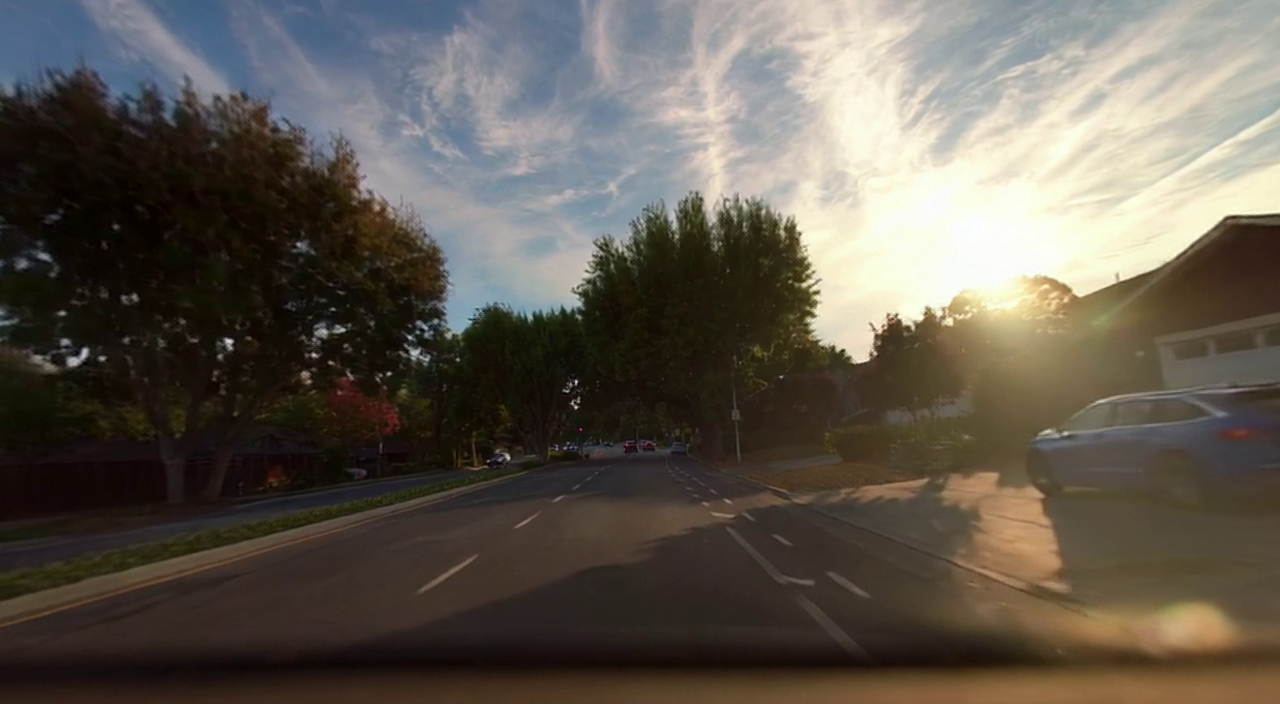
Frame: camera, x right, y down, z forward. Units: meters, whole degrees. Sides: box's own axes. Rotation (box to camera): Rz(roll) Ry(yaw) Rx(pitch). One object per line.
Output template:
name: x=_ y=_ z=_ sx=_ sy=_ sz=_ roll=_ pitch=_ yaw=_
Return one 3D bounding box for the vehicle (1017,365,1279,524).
vehicle: x=8.308 y=1.361 z=9.573 sx=2.051 sy=1.801 sz=4.785 roll=-6 pitch=-9 yaw=-1
